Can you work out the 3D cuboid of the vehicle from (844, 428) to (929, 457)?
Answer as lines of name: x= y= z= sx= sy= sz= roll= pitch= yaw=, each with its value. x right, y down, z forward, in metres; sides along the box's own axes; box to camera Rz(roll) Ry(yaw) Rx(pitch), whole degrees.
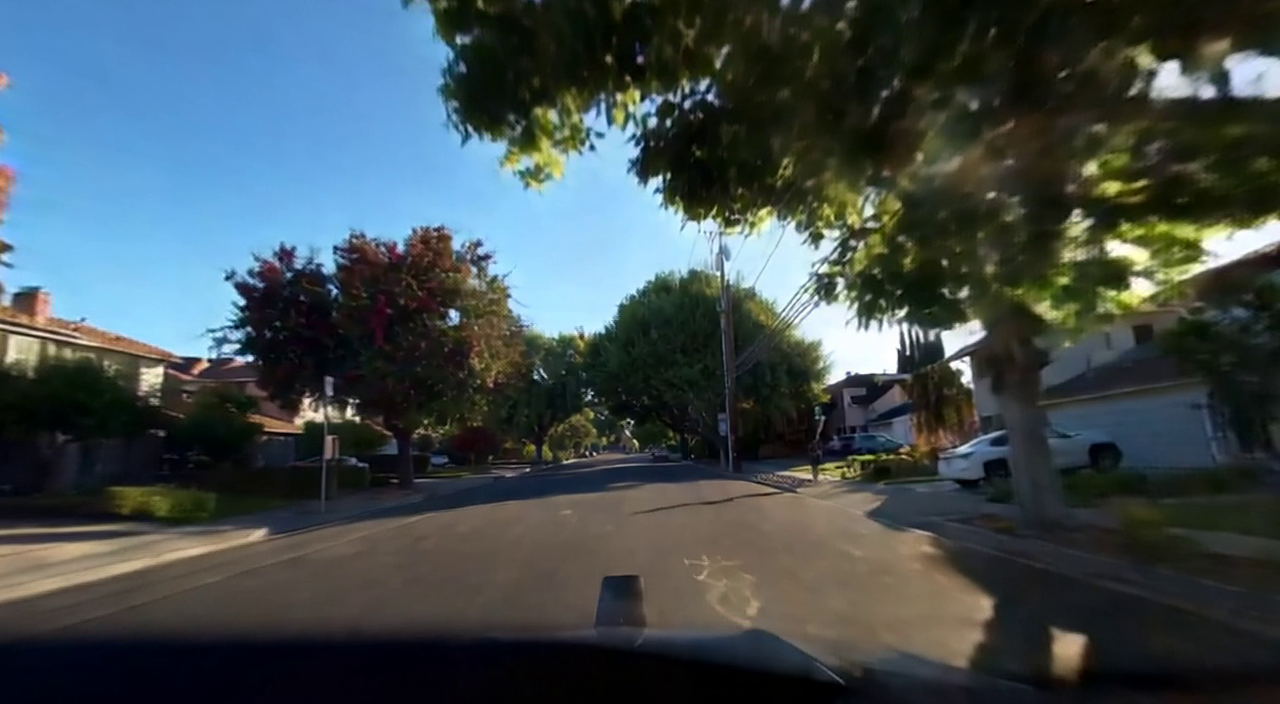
vehicle: x=15.765 y=5.832 z=40.592 sx=4.562 sy=1.832 sz=1.987 roll=0 pitch=-9 yaw=-2

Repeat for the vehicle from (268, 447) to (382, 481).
vehicle: x=-14.500 y=5.122 z=29.141 sx=4.477 sy=1.449 sz=1.922 roll=5 pitch=-10 yaw=-31

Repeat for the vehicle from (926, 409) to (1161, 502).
vehicle: x=10.273 y=2.656 z=16.320 sx=4.697 sy=1.604 sz=1.838 roll=-8 pitch=-8 yaw=-3
